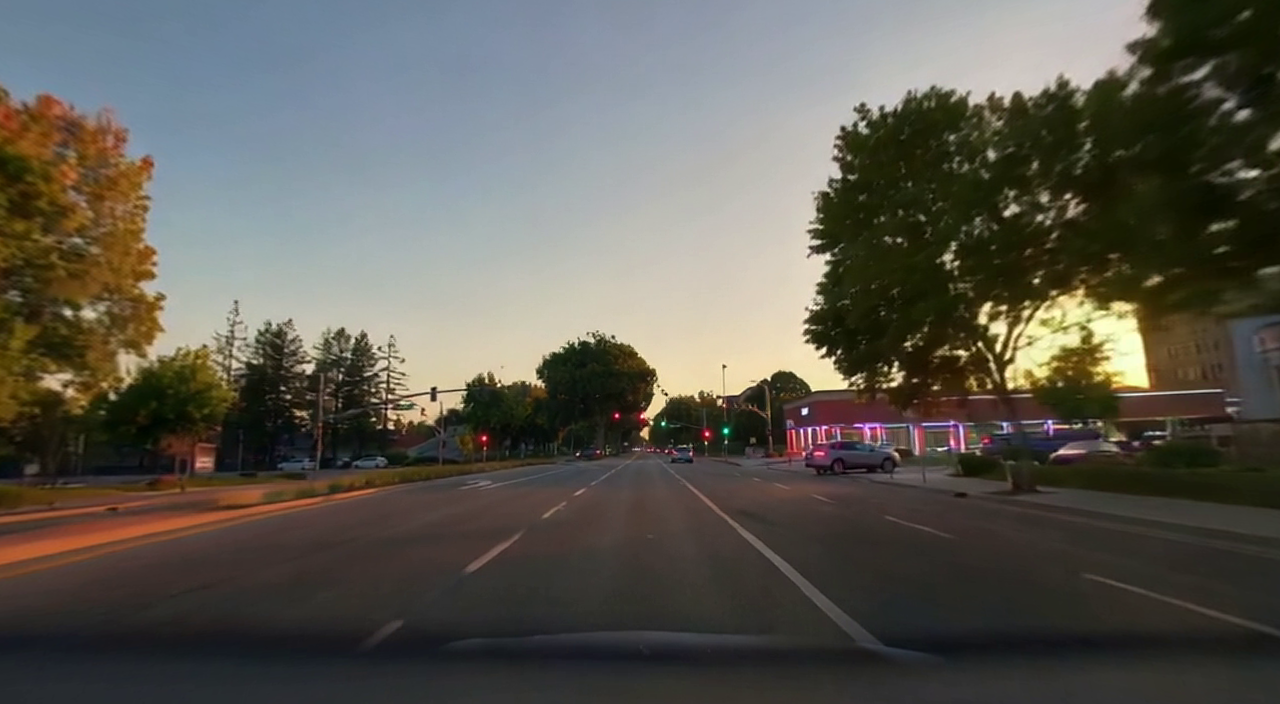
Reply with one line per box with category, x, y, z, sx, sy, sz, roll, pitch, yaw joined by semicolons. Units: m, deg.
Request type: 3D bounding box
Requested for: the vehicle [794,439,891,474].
vehicle;9.722;5.033;30.509;4.007;1.591;1.915;-1;-8;2
